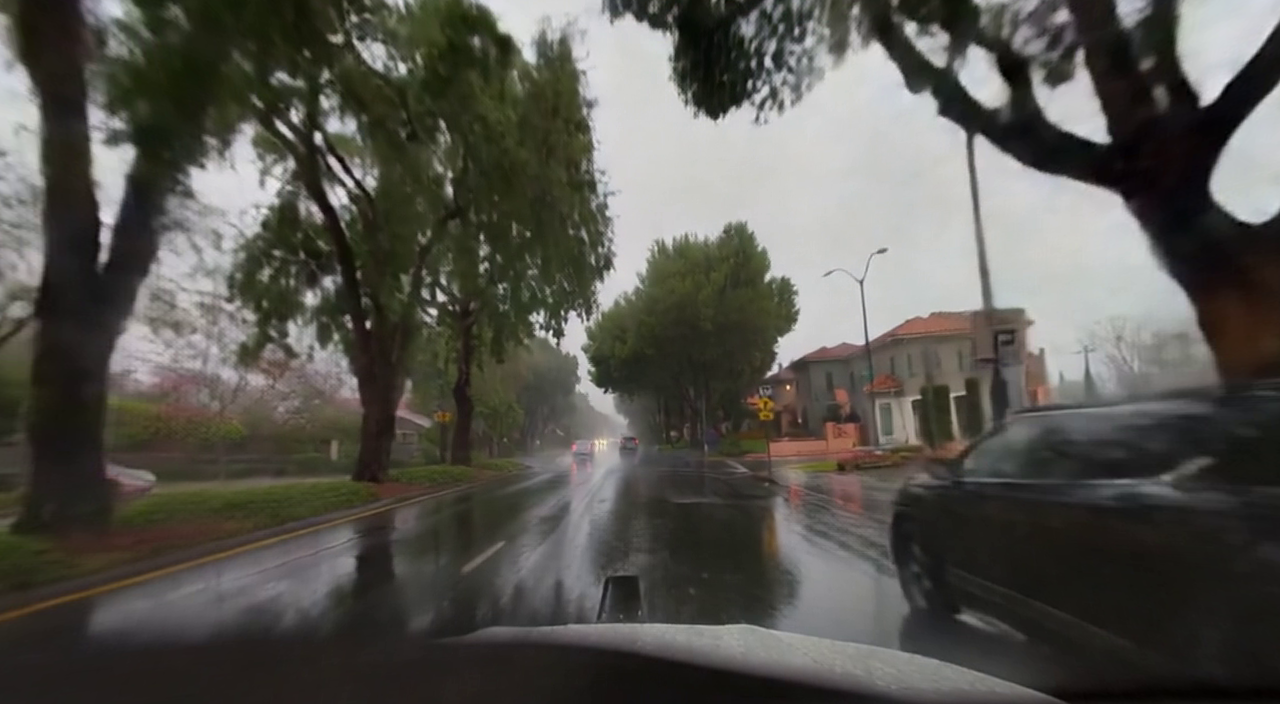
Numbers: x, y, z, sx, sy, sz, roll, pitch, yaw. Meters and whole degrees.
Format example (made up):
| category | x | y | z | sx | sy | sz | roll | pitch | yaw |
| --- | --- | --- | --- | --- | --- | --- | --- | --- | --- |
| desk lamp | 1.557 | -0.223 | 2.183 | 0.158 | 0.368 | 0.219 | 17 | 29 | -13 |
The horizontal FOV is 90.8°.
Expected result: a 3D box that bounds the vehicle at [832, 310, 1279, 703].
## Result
| category | x | y | z | sx | sy | sz | roll | pitch | yaw |
| --- | --- | --- | --- | --- | --- | --- | --- | --- | --- |
| vehicle | 3.427 | 1.054 | 3.881 | 2.388 | 1.879 | 6.303 | 2 | -8 | -2 |
